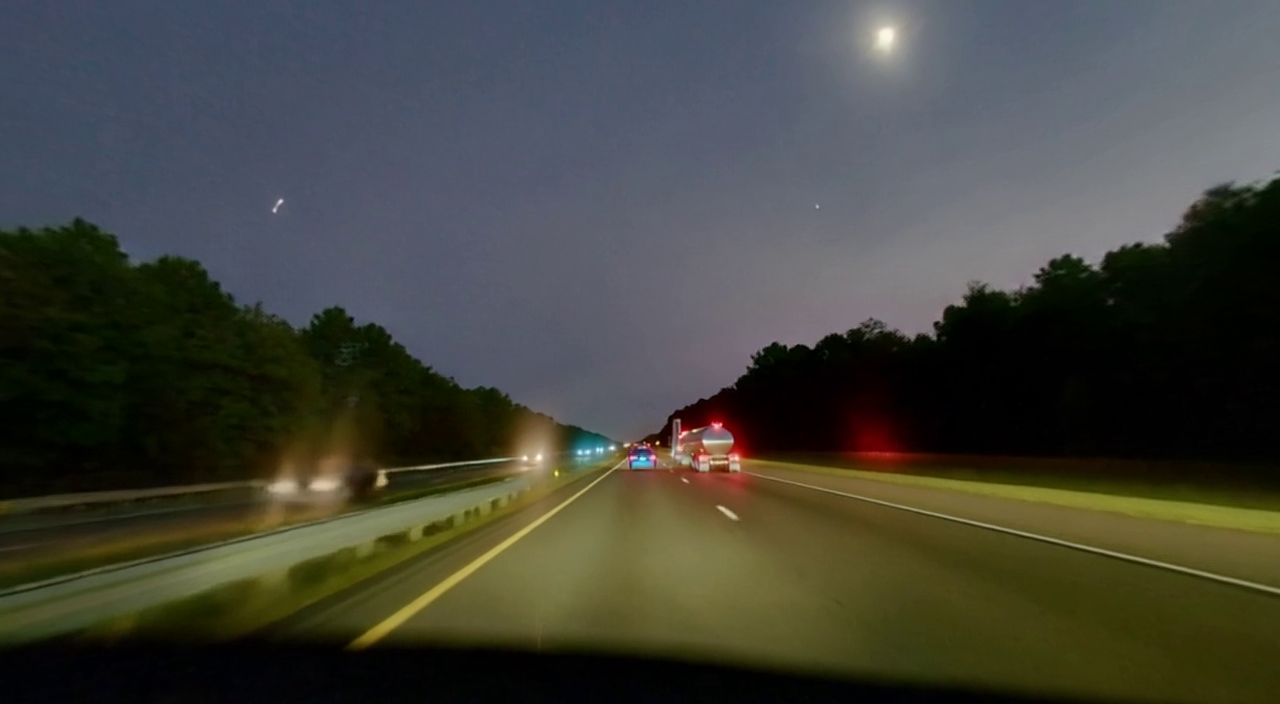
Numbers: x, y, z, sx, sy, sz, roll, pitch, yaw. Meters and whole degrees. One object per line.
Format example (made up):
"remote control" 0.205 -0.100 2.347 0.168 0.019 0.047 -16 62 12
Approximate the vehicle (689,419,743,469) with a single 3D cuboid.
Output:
"vehicle" 5.003 6.288 42.844 2.718 3.034 7.395 0 -9 0

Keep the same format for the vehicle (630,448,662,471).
"vehicle" 0.371 6.721 39.631 1.926 1.386 3.615 0 -9 0

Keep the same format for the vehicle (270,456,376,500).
"vehicle" -12.215 4.855 24.603 2.096 1.487 3.831 0 -9 0
